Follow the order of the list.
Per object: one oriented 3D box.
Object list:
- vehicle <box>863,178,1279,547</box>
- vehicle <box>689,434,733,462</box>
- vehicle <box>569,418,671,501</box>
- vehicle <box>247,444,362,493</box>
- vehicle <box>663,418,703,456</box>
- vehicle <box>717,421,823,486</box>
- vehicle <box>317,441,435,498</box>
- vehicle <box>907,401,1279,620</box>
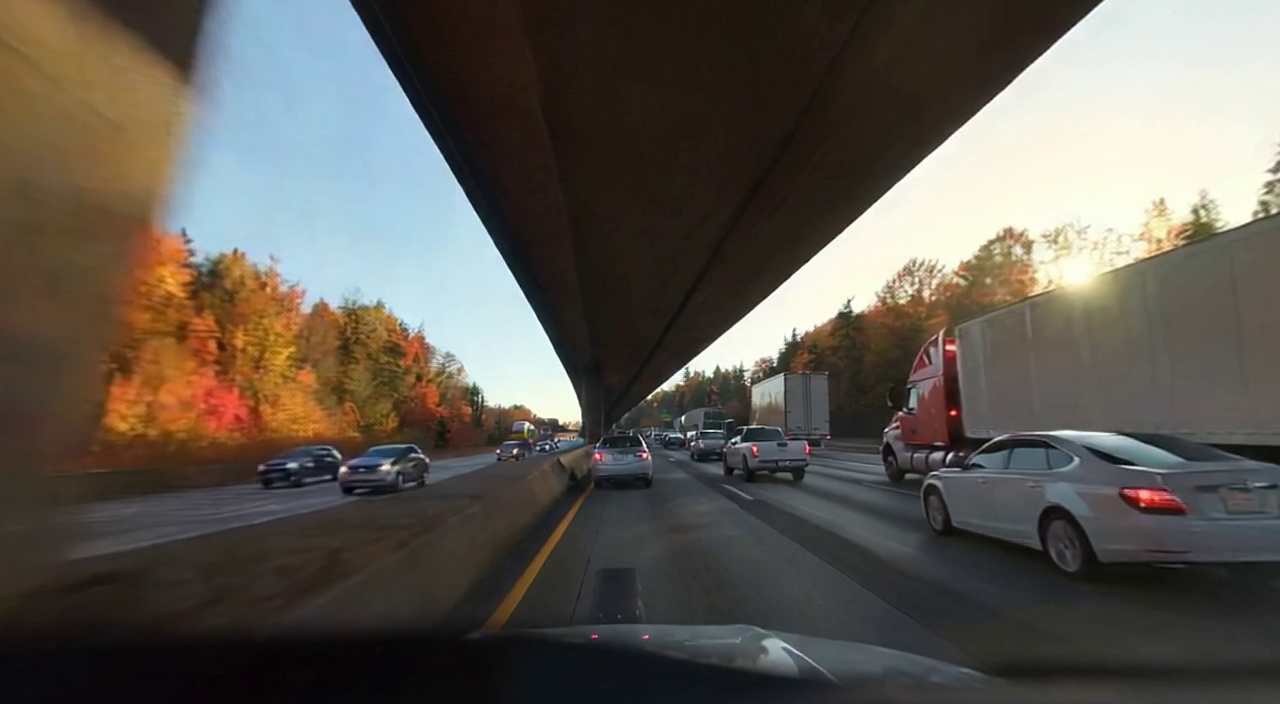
[{"bbox_3d":[8.434,0.817,12.191,2.867,4.066,13.802,0,-8,-1],"label":"vehicle"},{"bbox_3d":[3.846,5.246,34.568,1.865,1.471,3.916,0,-8,-2],"label":"vehicle"},{"bbox_3d":[-0.443,2.520,15.253,2.087,1.709,4.455,0,-8,-1],"label":"vehicle"},{"bbox_3d":[-12.158,4.217,23.154,1.962,1.575,4.204,0,-8,-1],"label":"vehicle"},{"bbox_3d":[3.137,6.331,46.958,2.395,2.656,6.037,0,-8,-2],"label":"vehicle"},{"bbox_3d":[3.662,2.931,18.526,2.147,1.707,3.963,0,-8,-2],"label":"vehicle"},{"bbox_3d":[-8.069,3.584,19.698,1.921,1.533,4.091,0,-8,0],"label":"vehicle"},{"bbox_3d":[4.726,1.390,6.529,2.040,1.523,4.068,0,-8,-1],"label":"vehicle"}]
